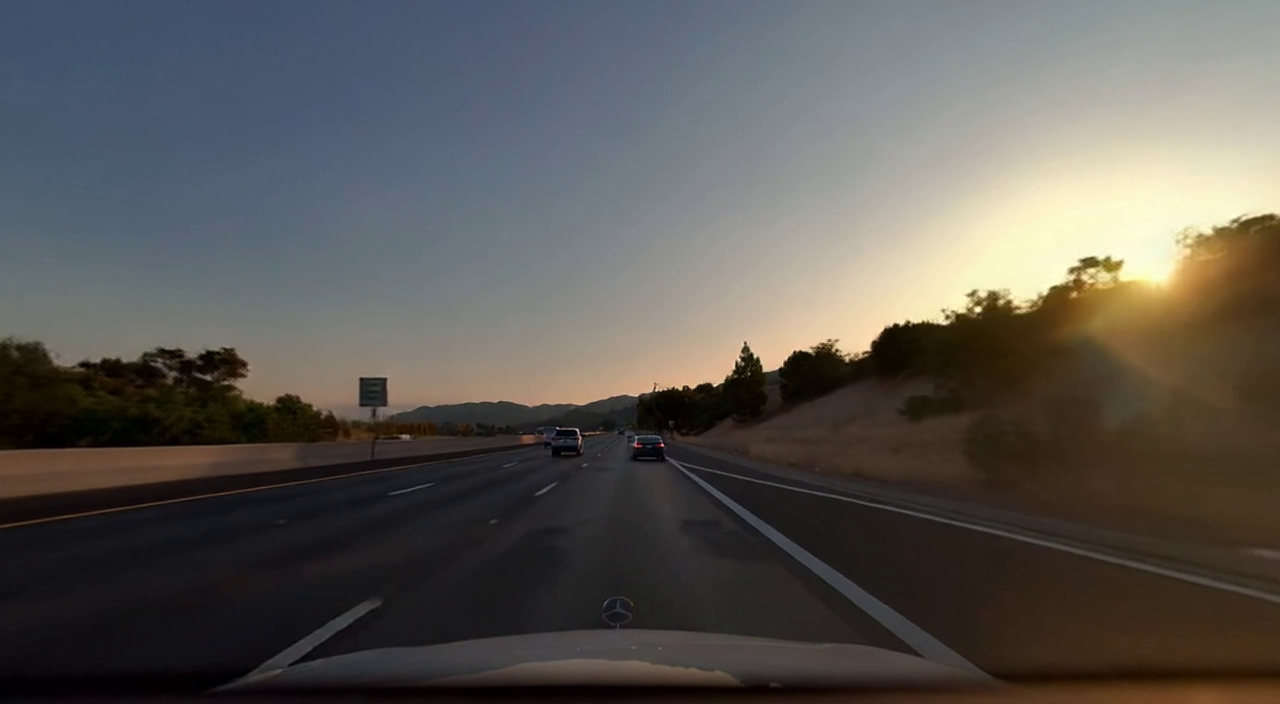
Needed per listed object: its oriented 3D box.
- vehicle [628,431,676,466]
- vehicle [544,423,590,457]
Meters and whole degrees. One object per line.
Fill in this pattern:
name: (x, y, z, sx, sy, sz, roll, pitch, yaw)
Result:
vehicle: (0.466, 4.385, 28.877, 1.948, 1.470, 3.913, 0, -8, -3)
vehicle: (-4.334, 5.322, 38.071, 2.251, 1.938, 4.708, 0, -8, 0)
